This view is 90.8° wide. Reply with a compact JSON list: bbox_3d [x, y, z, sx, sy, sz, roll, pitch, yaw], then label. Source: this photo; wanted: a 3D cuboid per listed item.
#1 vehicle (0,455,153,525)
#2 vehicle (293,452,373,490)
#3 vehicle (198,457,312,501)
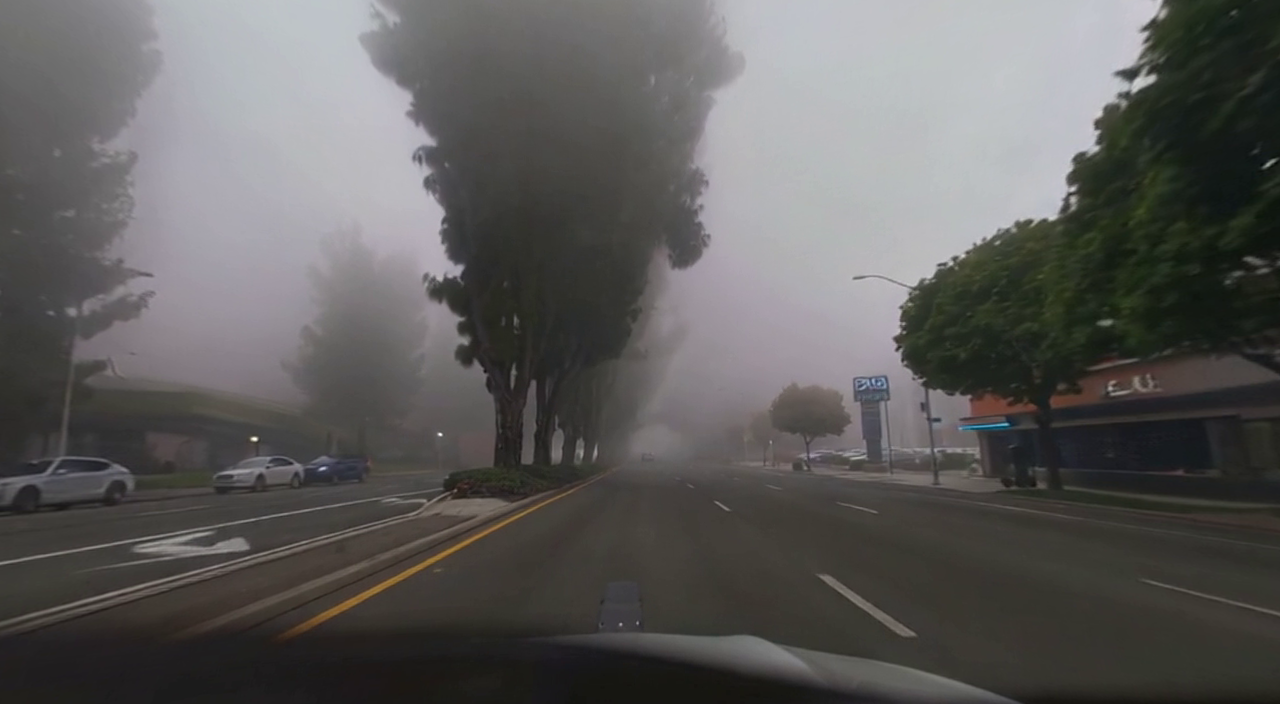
[{"bbox_3d":[-16.592,3.780,17.932,1.898,1.661,4.471,0,-9,1],"label":"vehicle"},{"bbox_3d":[-16.837,6.509,34.976,1.993,1.887,4.722,0,-9,0],"label":"vehicle"},{"bbox_3d":[-16.617,5.450,27.604,1.944,1.669,4.613,0,-9,1],"label":"vehicle"}]
